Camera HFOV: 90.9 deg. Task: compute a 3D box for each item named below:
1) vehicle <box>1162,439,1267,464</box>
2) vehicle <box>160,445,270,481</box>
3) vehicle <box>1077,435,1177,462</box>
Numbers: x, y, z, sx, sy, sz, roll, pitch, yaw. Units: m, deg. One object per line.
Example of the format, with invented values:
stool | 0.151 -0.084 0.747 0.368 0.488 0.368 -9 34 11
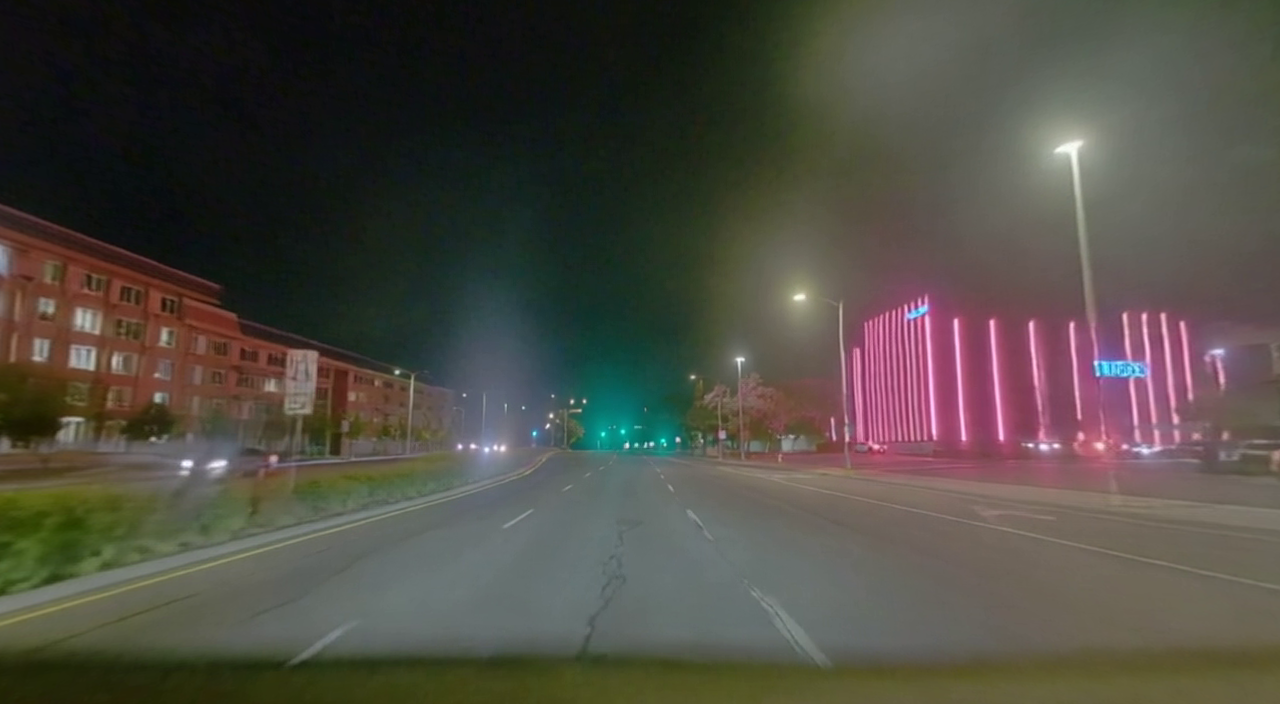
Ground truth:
vehicle | 36.391 6.301 40.017 4.569 1.493 1.740 -1 -9 11
vehicle | -18.805 4.884 28.178 1.859 1.443 4.466 0 -8 -1
vehicle | 36.187 7.158 46.977 5.218 1.927 2.387 -1 -9 10
